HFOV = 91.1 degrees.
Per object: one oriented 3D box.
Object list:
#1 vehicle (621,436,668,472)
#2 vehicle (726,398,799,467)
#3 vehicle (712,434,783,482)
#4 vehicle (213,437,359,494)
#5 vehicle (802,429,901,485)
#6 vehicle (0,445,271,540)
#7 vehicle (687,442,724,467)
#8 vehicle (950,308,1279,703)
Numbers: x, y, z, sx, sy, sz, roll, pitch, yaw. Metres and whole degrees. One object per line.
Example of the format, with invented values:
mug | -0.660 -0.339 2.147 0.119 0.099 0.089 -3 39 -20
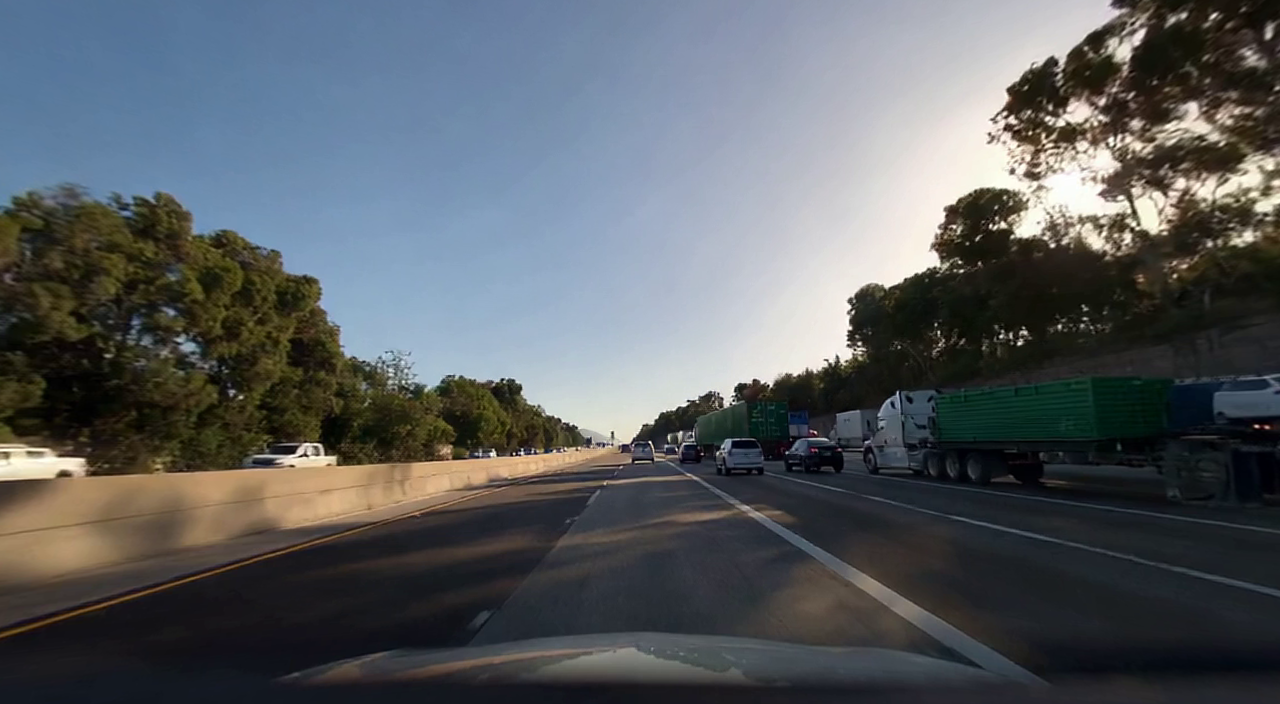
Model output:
vehicle | 0.196 5.333 32.935 2.313 1.736 4.215 0 -8 -1
vehicle | 7.838 5.401 41.462 2.784 4.002 9.298 0 -8 -1
vehicle | 4.077 4.070 24.411 1.972 1.693 4.139 0 -8 -1
vehicle | -13.440 4.310 24.411 2.249 1.925 5.566 0 -8 2
vehicle | 7.630 3.828 23.228 1.985 1.835 4.681 0 -8 -1
vehicle | -9.549 2.578 12.256 1.941 1.486 4.360 0 -8 1
vehicle | 4.078 6.459 39.823 1.888 1.501 4.608 0 -8 0
vehicle | 3.822 0.815 3.104 2.091 1.878 4.920 0 -8 1
